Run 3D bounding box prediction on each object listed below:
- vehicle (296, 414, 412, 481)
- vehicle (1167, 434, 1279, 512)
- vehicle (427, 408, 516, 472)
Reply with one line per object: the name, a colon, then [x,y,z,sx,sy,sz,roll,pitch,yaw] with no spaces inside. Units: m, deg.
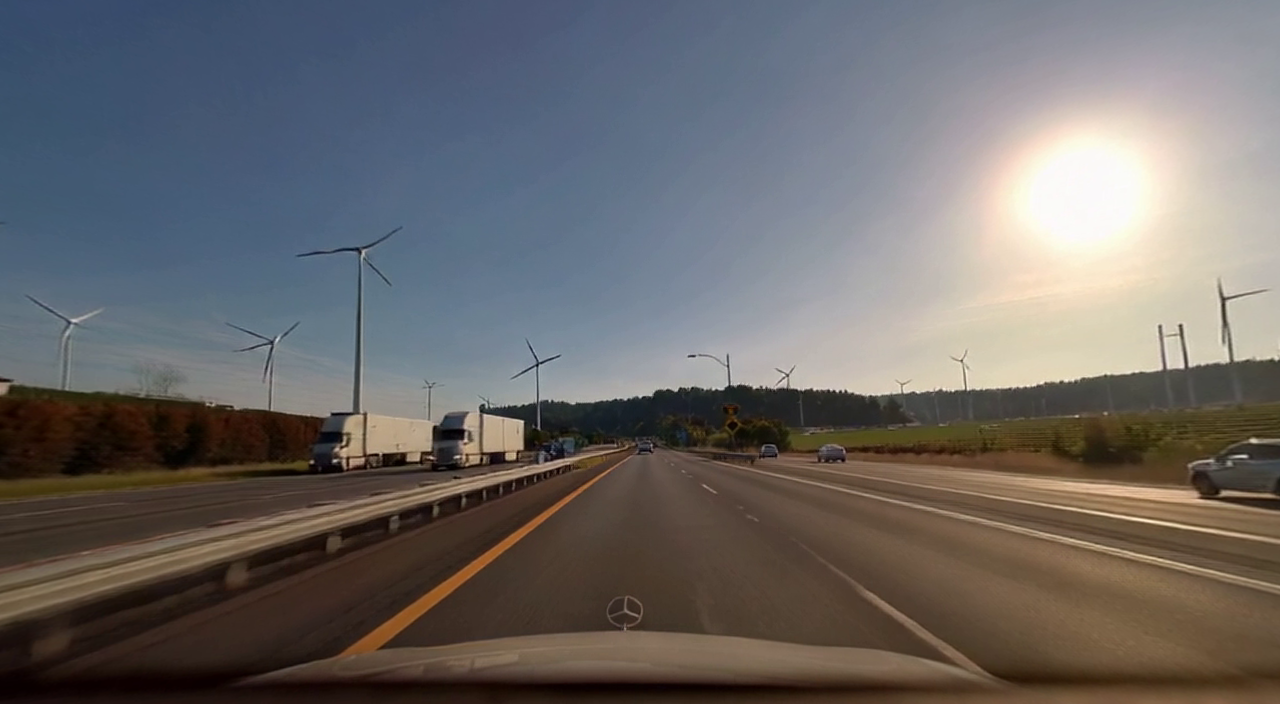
vehicle: [-16.793,5.747,37.875,2.931,3.531,8.112,0,-9,1]
vehicle: [14.832,2.704,14.167,1.897,1.669,4.825,0,-9,2]
vehicle: [-11.749,6.440,45.627,2.849,3.947,12.500,0,-9,0]
